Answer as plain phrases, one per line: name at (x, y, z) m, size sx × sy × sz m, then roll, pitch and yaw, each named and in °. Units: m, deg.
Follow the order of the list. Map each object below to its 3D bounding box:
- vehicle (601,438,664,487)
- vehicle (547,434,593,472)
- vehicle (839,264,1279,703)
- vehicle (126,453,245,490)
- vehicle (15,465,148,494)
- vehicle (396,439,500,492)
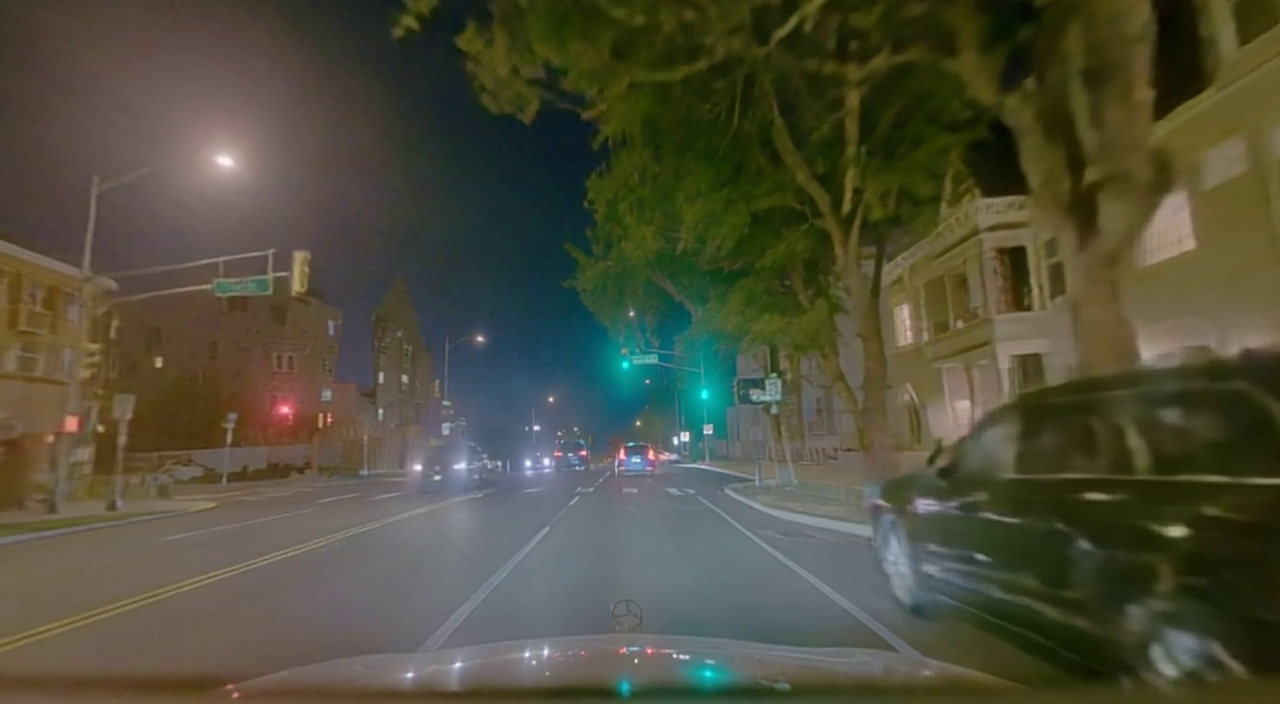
vehicle at (-0.301, 3.786, 21.940) m, size 1.998 × 1.518 × 4.015 m, roll 0°, pitch -8°, yaw -2°
vehicle at (-3.564, 5.261, 32.795) m, size 1.983 × 1.841 × 4.013 m, roll 0°, pitch -9°, yaw -1°
vehicle at (2.799, 0.836, 2.952) m, size 2.066 × 1.796 × 4.719 m, roll 0°, pitch -9°, yaw -2°
vehicle at (-23.219, 6.105, 32.262) m, size 4.537 × 1.755 × 1.933 m, roll 0°, pitch -9°, yaw -1°
vehicle at (-28.372, 6.482, 32.104) m, size 4.841 × 1.447 × 1.930 m, roll 0°, pitch -10°, yaw -2°
vehicle at (-6.422, 3.831, 21.721) m, size 2.048 × 1.601 × 5.047 m, roll 0°, pitch -9°, yaw -1°
